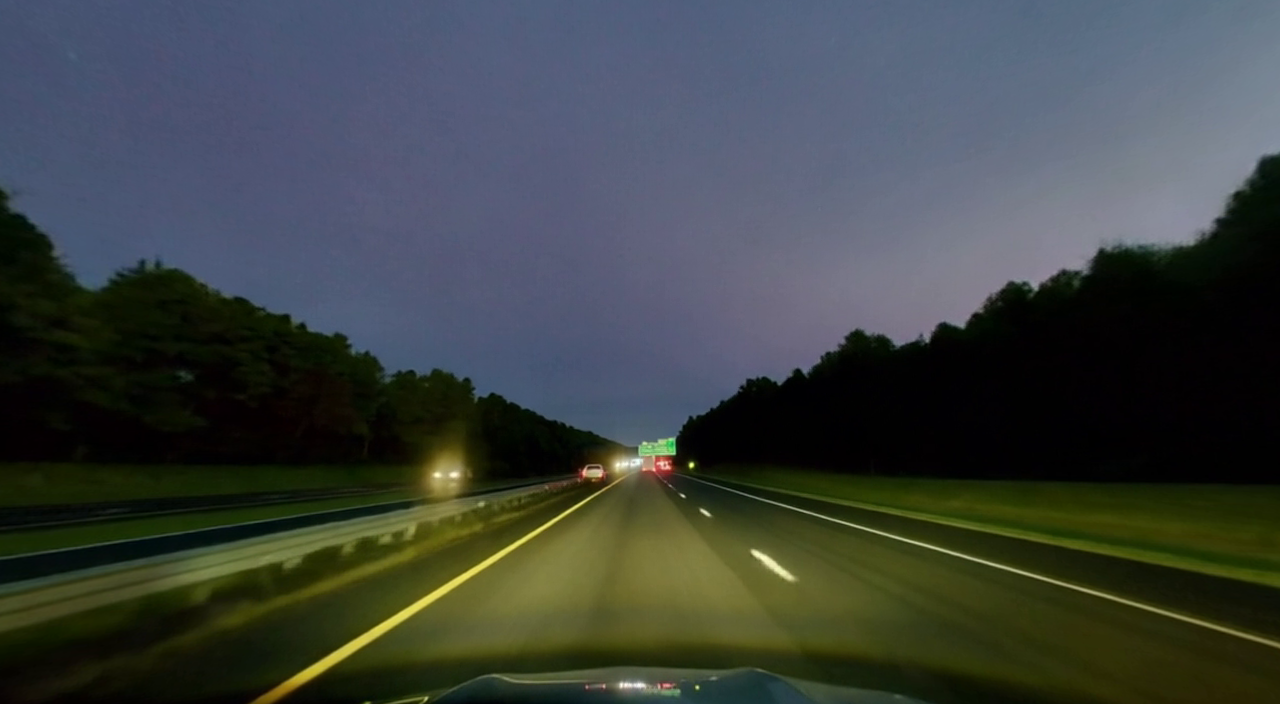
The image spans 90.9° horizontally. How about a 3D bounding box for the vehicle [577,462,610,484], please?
[{"bbox_3d":[-3.556,9.424,49.223,2.180,1.618,4.219,1,-10,1],"label":"vehicle"}]
